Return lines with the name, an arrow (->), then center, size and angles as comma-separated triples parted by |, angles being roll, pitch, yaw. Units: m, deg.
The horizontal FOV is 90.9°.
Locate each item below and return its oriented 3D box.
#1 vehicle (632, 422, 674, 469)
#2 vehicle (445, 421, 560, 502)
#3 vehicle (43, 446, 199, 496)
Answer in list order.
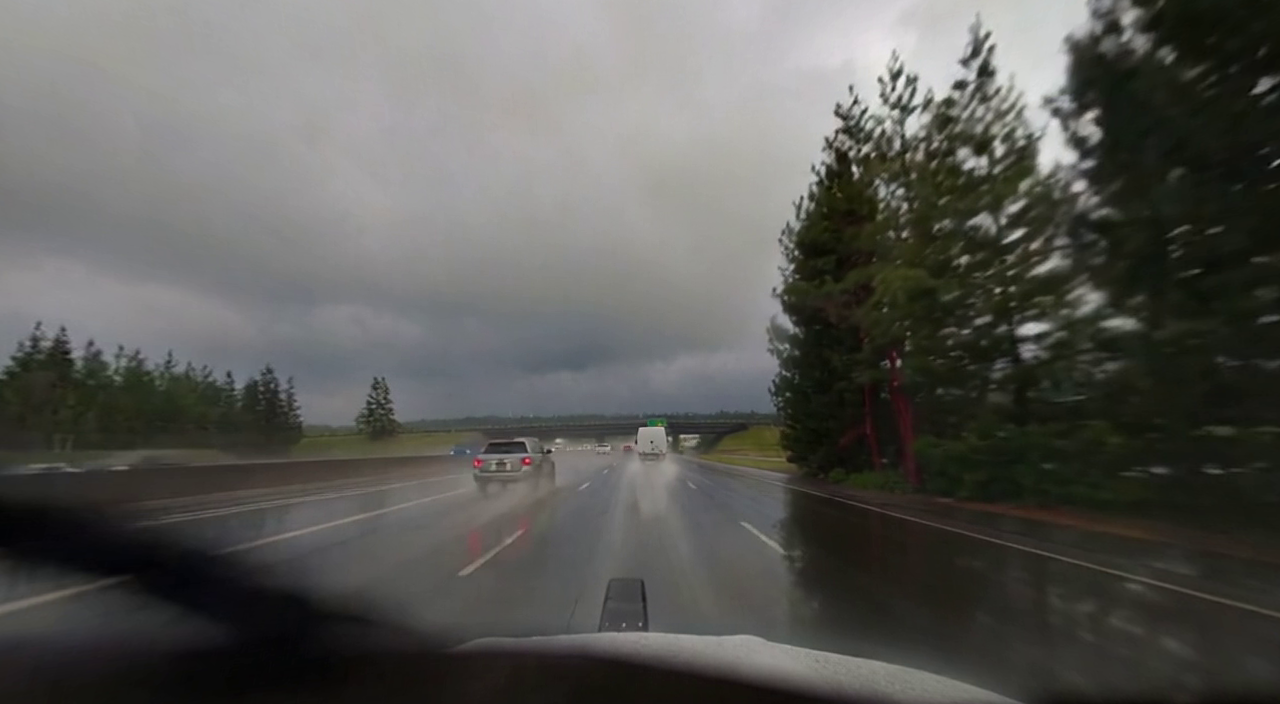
vehicle -> 0.814, 6.766, 45.442 | 2.790, 3.075, 7.414 | 0, -9, -1
vehicle -> -3.937, 3.300, 19.307 | 2.233, 2.093, 5.565 | 0, -9, 0
vehicle -> -19.879, 4.553, 24.476 | 2.082, 1.713, 4.606 | 0, -9, 1
